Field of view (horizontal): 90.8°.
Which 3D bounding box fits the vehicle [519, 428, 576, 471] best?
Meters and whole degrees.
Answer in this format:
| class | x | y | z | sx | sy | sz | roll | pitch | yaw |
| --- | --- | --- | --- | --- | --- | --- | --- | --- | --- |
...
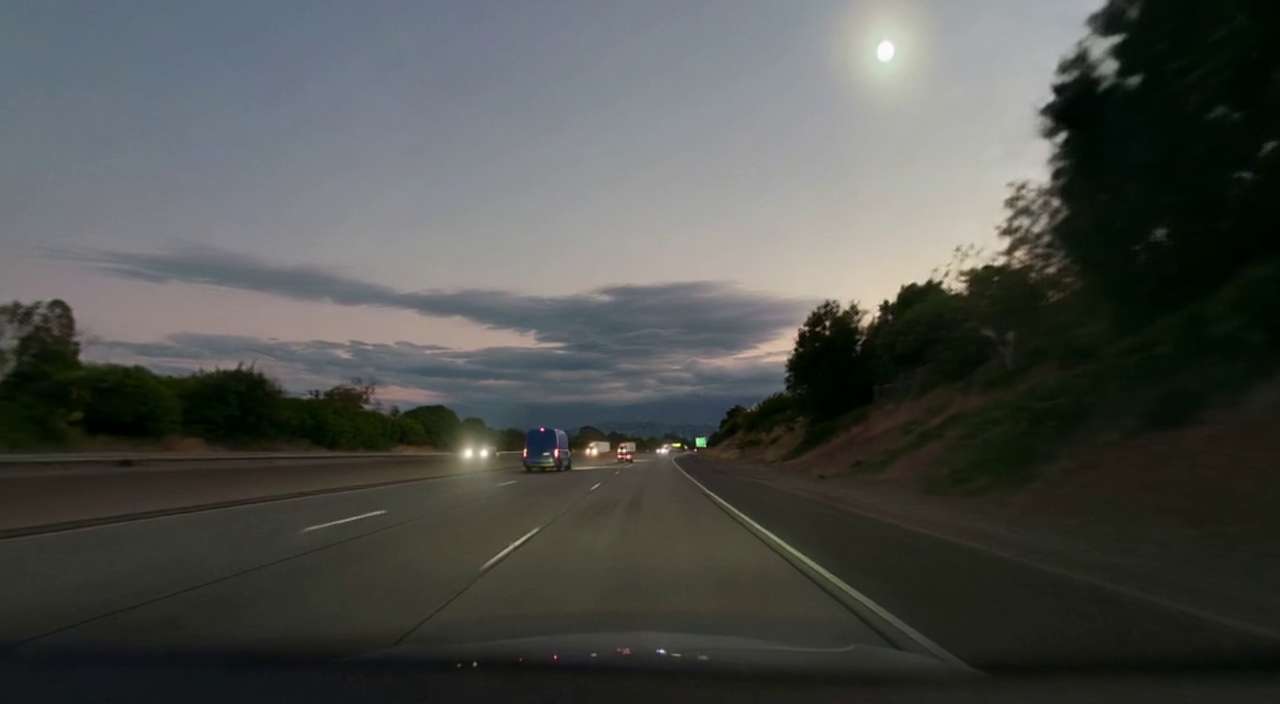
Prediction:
| class | x | y | z | sx | sy | sz | roll | pitch | yaw |
| --- | --- | --- | --- | --- | --- | --- | --- | --- | --- |
| vehicle | -5.632 | 6.077 | 39.309 | 2.449 | 2.471 | 6.130 | 0 | -9 | 2 |
